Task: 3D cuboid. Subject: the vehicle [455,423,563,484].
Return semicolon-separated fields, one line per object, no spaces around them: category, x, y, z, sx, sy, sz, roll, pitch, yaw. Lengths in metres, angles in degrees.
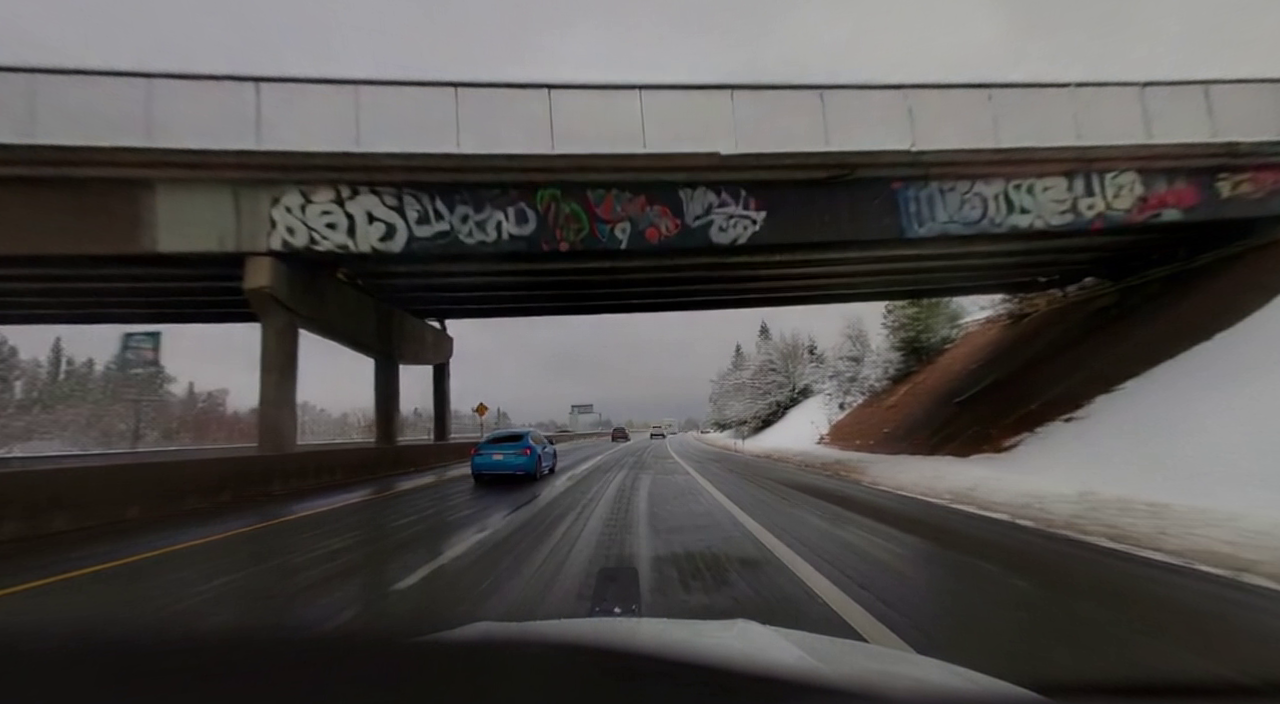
vehicle;-3.645;2.927;18.537;2.108;1.555;4.574;0;-8;1
